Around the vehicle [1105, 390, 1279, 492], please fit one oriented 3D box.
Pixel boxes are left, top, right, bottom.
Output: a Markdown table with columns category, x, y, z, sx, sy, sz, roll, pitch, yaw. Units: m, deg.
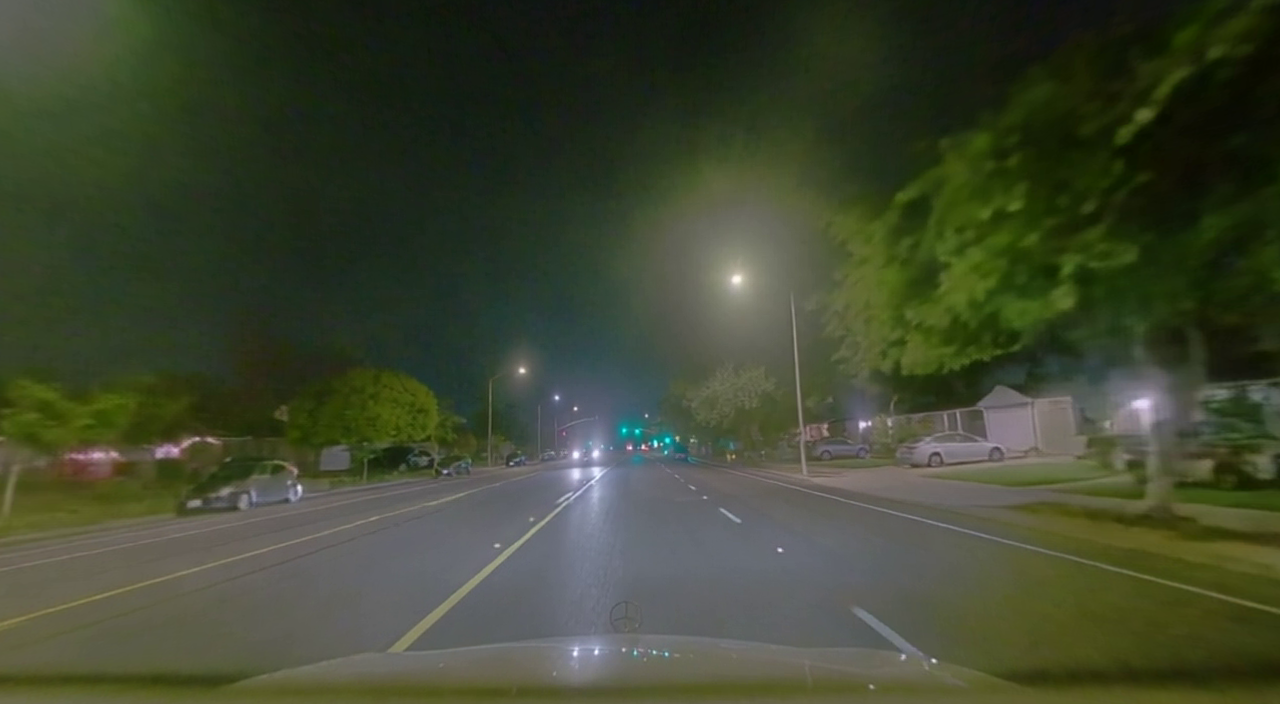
| category | x | y | z | sx | sy | sz | roll | pitch | yaw |
| --- | --- | --- | --- | --- | --- | --- | --- | --- | --- |
| vehicle | 12.073 | 1.798 | 12.674 | 2.044 | 1.716 | 4.637 | -1 | -8 | 2 |

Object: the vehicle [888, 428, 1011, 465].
| category | x | y | z | sx | sy | sz | roll | pitch | yaw |
| --- | --- | --- | --- | --- | --- | --- | --- | --- | --- |
| vehicle | 12.994 | 3.990 | 26.720 | 4.237 | 1.476 | 1.743 | 0 | -8 | 0 |

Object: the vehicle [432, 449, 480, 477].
| category | x | y | z | sx | sy | sz | roll | pitch | yaw |
| --- | --- | --- | --- | --- | --- | --- | --- | --- | --- |
| vehicle | -12.048 | 7.270 | 41.667 | 1.822 | 1.699 | 4.791 | 0 | -8 | -1 |

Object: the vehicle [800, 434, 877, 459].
| category | x | y | z | sx | sy | sz | roll | pitch | yaw |
| --- | --- | --- | --- | --- | --- | --- | --- | --- | --- |
| vehicle | 12.428 | 5.958 | 39.740 | 4.183 | 1.516 | 1.884 | -1 | -8 | 3 |

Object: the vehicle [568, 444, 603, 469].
| category | x | y | z | sx | sy | sz | roll | pitch | yaw |
| --- | --- | --- | --- | --- | --- | --- | --- | --- | --- |
| vehicle | -3.858 | 7.402 | 45.041 | 2.076 | 1.688 | 4.284 | 0 | -8 | 1 |

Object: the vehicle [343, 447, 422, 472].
| category | x | y | z | sx | sy | sz | roll | pitch | yaw |
| --- | --- | --- | --- | --- | --- | --- | --- | --- | --- |
| vehicle | -18.992 | 7.922 | 46.741 | 4.837 | 1.808 | 2.176 | 0 | -8 | -1 |

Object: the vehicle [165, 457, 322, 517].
| category | x | y | z | sx | sy | sz | roll | pitch | yaw |
| --- | --- | --- | --- | --- | --- | --- | --- | --- | --- |
| vehicle | -11.466 | 3.891 | 18.697 | 1.851 | 1.459 | 4.295 | 0 | -8 | 0 |

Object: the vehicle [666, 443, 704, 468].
| category | x | y | z | sx | sy | sz | roll | pitch | yaw |
| --- | --- | --- | --- | --- | --- | --- | --- | --- | --- |
| vehicle | 2.847 | 6.669 | 40.899 | 1.983 | 1.557 | 4.078 | 0 | -8 | -2 |
